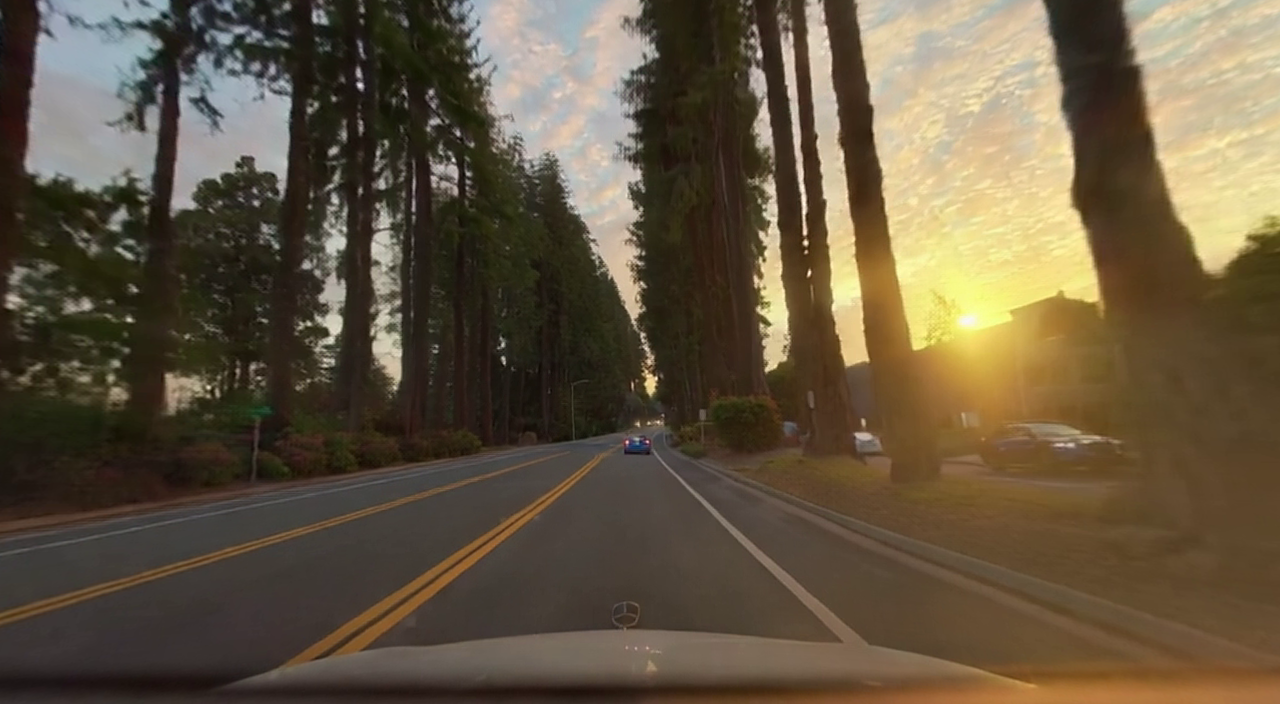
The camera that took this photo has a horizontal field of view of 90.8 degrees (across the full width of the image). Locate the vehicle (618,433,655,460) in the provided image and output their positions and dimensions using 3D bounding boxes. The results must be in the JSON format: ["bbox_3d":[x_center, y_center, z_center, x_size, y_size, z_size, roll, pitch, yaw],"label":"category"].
[{"bbox_3d":[-0.224,5.570,37.284,2.067,1.486,3.861,0,-9,0],"label":"vehicle"}]
